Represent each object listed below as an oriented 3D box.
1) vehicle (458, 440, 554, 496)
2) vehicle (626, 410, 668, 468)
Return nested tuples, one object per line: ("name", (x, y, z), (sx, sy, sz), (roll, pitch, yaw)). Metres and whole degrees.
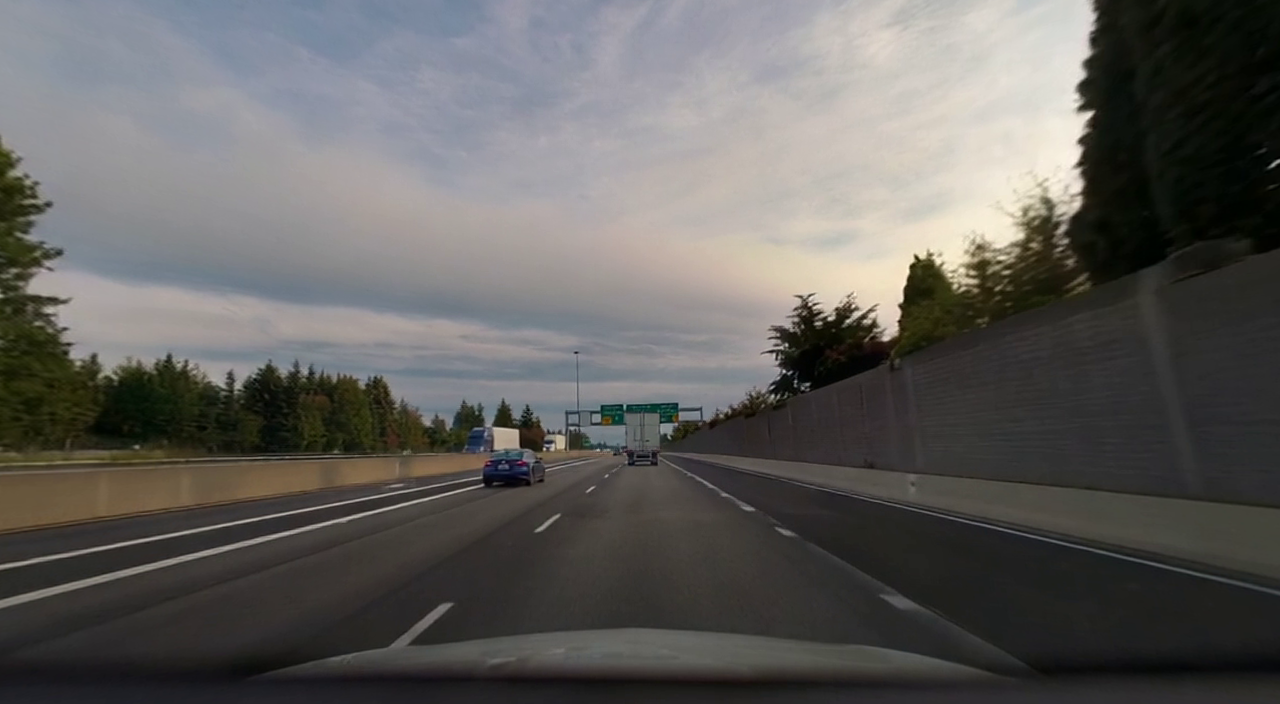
("vehicle", (-4.033, 3.571, 19.790), (1.974, 1.531, 4.429), (0, -9, 1))
("vehicle", (0.571, 6.895, 49.613), (2.980, 4.051, 10.359), (0, -9, 1))
